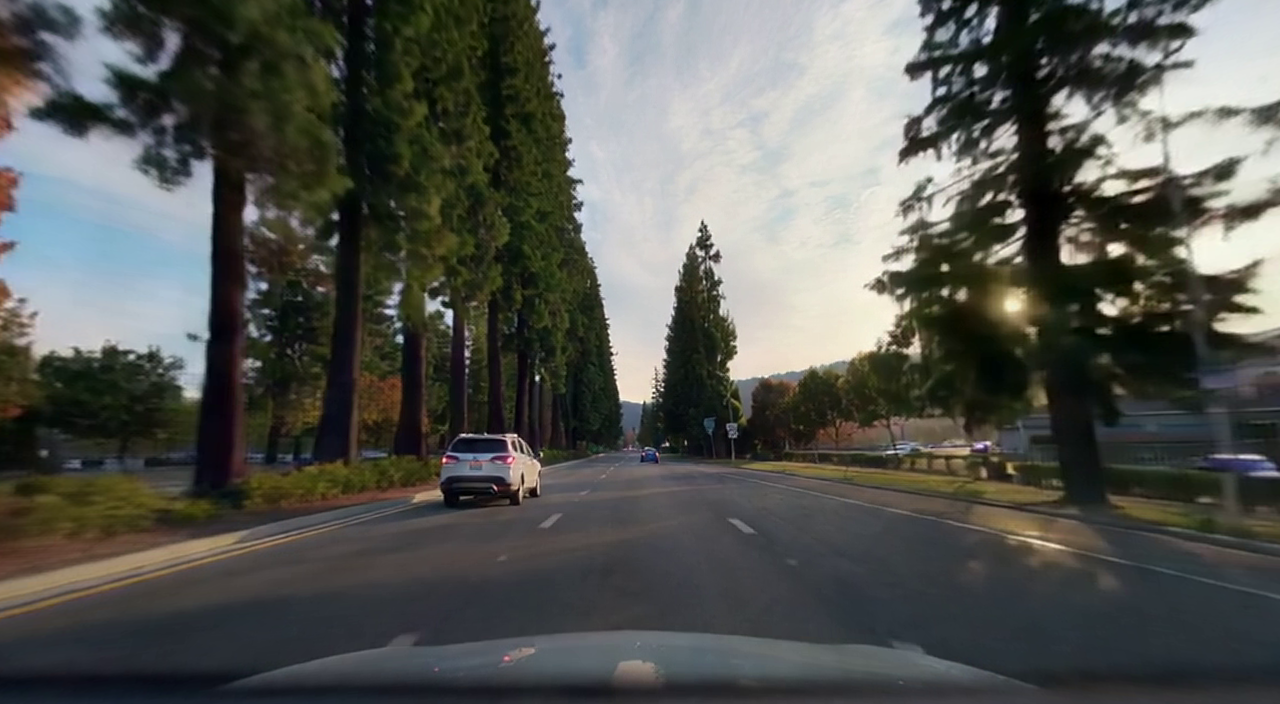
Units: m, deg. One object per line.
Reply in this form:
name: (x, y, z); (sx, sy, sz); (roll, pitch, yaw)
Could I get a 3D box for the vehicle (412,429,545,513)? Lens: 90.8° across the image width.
vehicle: (-3.706, 2.812, 15.411); (2.078, 1.748, 4.279); (0, -8, 0)

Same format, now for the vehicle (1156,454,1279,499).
vehicle: (20.956, 4.299, 21.947); (4.145, 1.418, 1.988); (-1, -9, 8)
